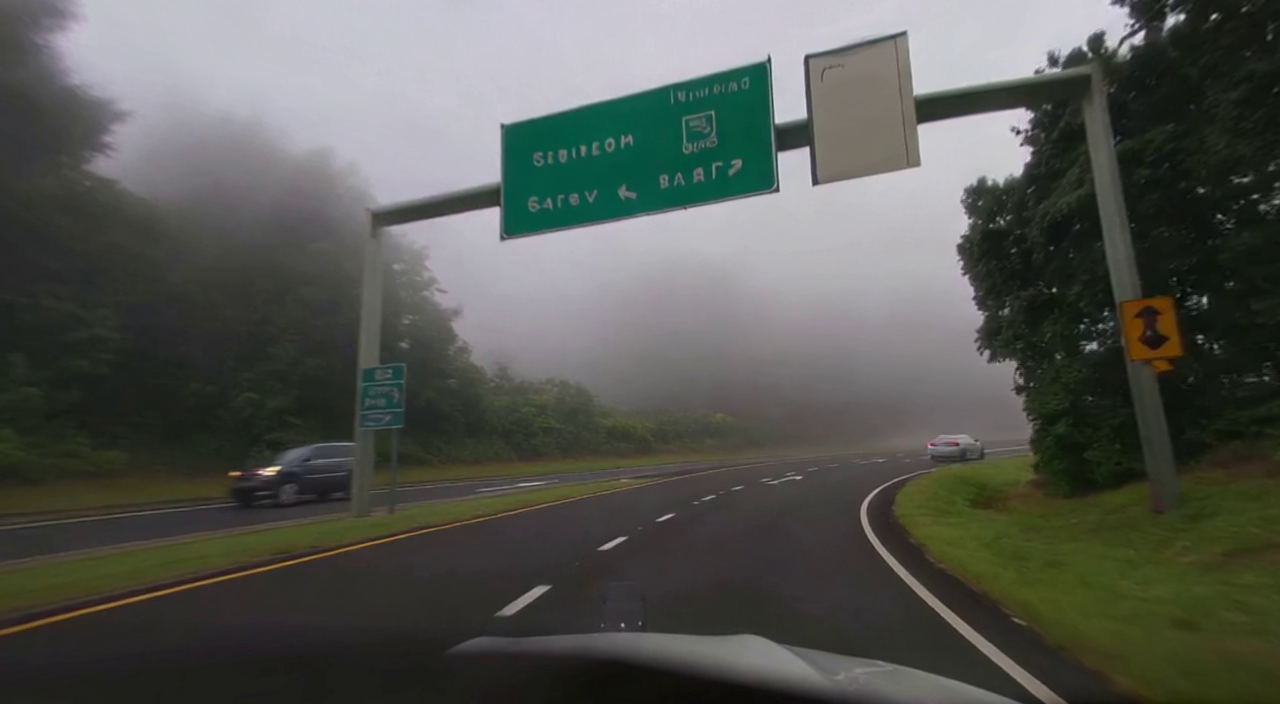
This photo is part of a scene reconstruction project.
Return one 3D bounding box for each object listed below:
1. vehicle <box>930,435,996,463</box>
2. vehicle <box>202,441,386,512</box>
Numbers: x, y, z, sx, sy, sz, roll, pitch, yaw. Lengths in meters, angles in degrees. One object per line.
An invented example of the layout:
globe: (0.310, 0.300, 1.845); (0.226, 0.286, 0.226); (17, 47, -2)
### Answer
vehicle: (17.645, 5.300, 34.340); (3.645, 1.427, 1.807); (7, -12, -39)
vehicle: (-7.749, 2.784, 14.484); (1.704, 1.392, 3.351); (-3, -10, 19)
